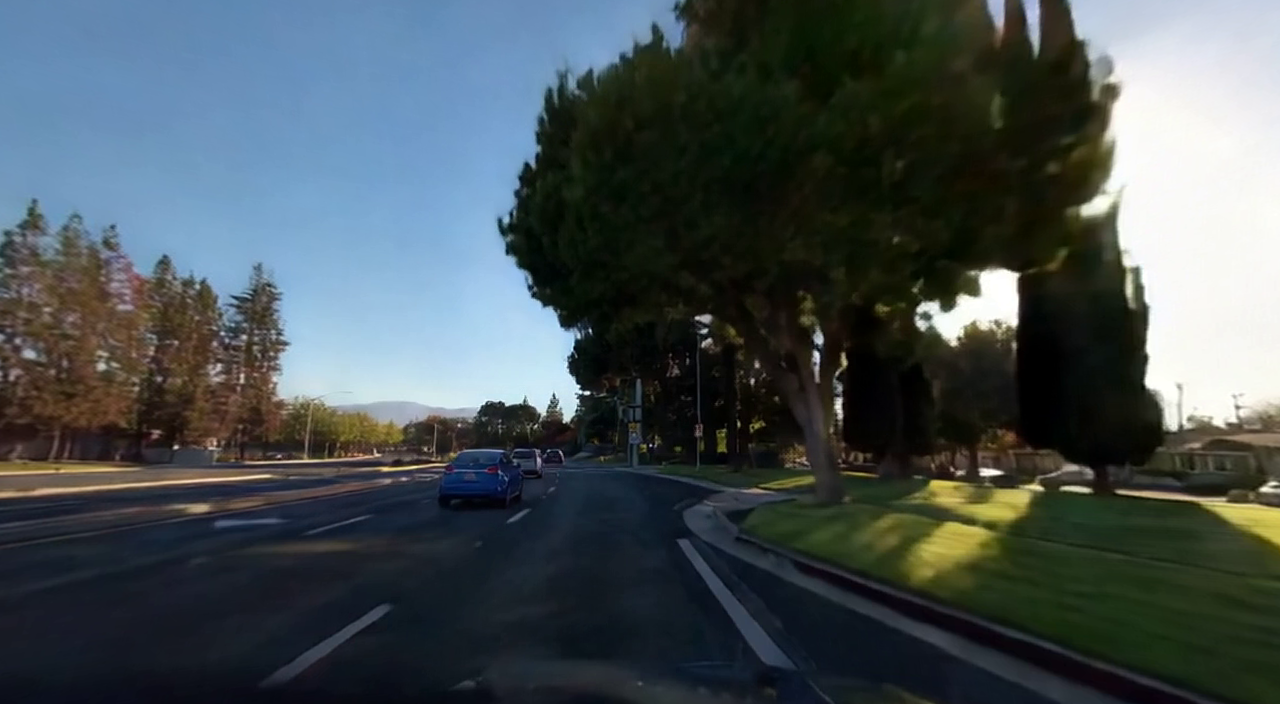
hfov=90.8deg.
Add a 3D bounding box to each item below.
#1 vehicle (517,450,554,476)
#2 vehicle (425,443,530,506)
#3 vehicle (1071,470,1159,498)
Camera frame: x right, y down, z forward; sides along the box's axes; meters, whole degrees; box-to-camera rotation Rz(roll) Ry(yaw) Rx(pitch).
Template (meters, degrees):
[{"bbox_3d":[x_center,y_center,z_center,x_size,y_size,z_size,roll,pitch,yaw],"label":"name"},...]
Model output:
[{"bbox_3d":[-6.407,6.815,39.105,1.904,1.476,3.736,0,-8,-4],"label":"vehicle"},{"bbox_3d":[-4.670,3.556,18.907,2.098,1.613,4.606,0,-8,-3],"label":"vehicle"},{"bbox_3d":[35.230,9.795,47.086,1.953,1.686,5.424,1,-9,-7],"label":"vehicle"}]
